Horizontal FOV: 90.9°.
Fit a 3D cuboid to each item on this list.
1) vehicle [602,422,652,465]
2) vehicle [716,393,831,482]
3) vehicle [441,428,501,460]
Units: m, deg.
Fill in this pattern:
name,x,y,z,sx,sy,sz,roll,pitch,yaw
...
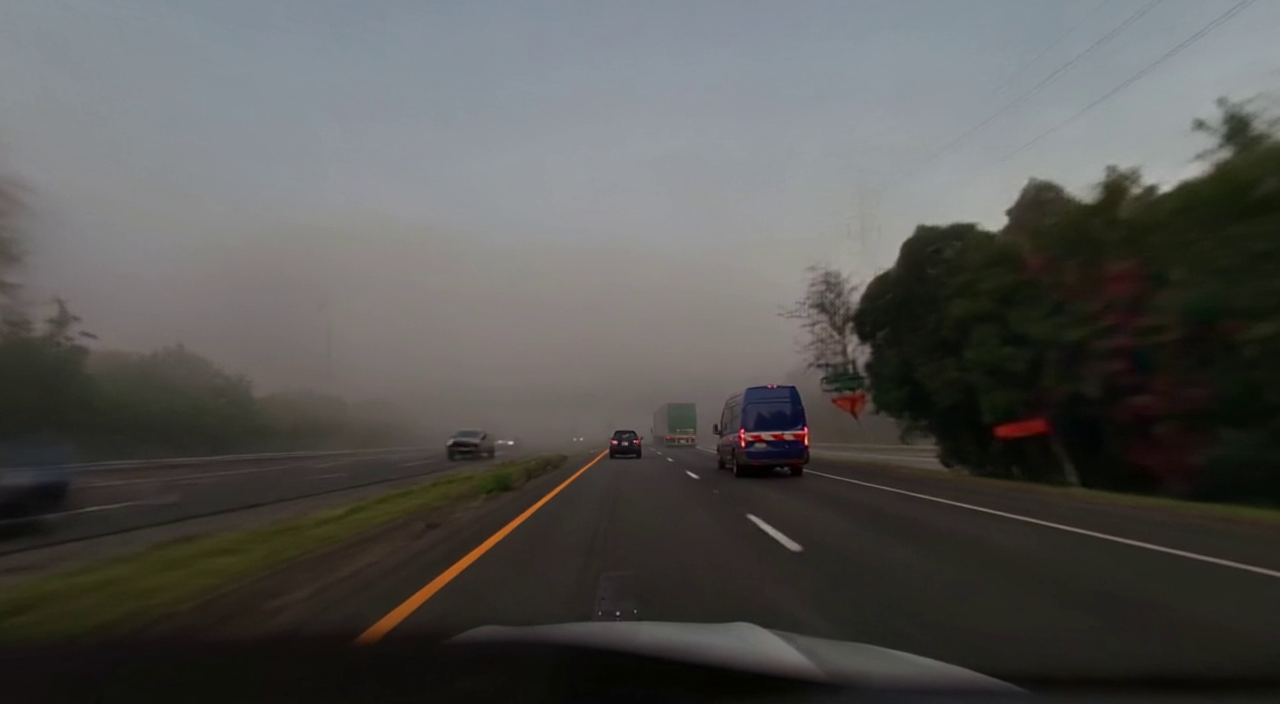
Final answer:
name,x,y,z,sx,sy,sz,roll,pitch,yaw
vehicle,-0.592,4.030,27.982,2.073,1.750,4.116,0,-8,-1
vehicle,4.127,2.786,20.651,2.387,2.506,5.374,0,-8,-2
vehicle,-9.303,5.089,35.041,2.039,1.597,4.659,0,-8,0
